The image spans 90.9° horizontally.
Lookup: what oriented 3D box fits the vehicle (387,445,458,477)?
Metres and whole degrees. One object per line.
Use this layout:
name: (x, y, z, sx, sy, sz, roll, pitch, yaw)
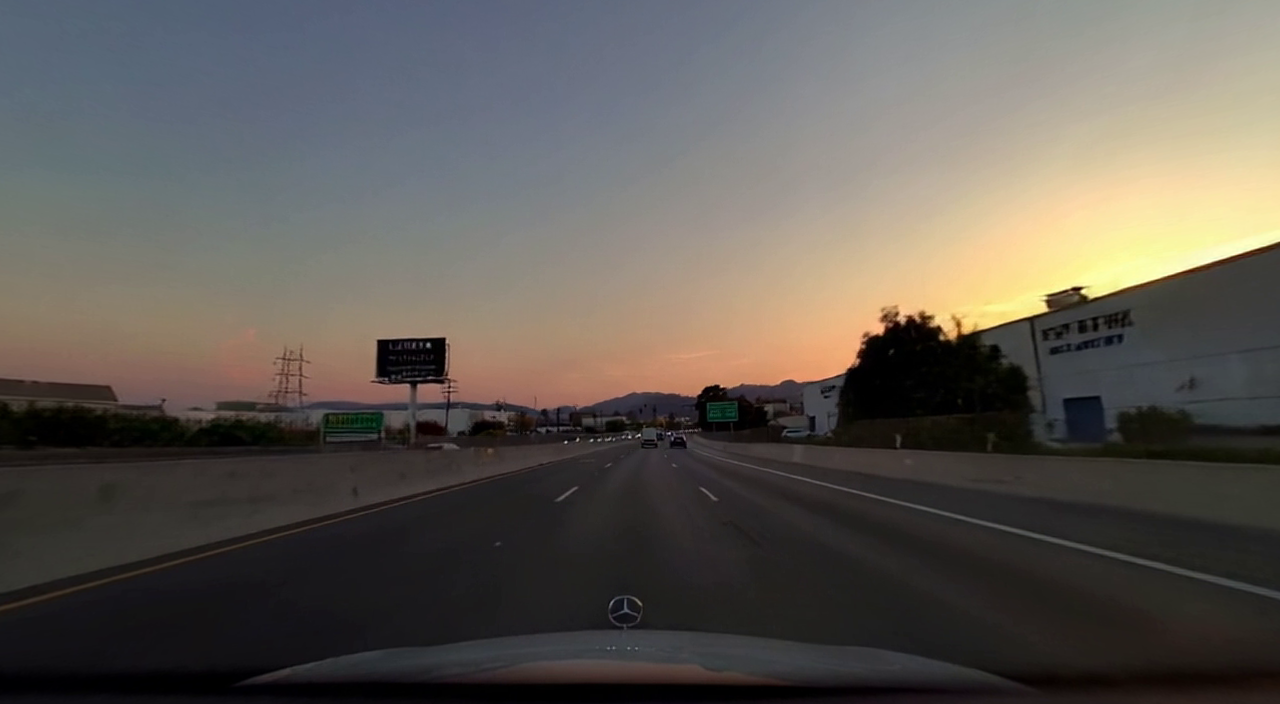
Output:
vehicle: (-10.876, 5.459, 31.889, 1.894, 1.492, 4.480, 0, -8, 1)
